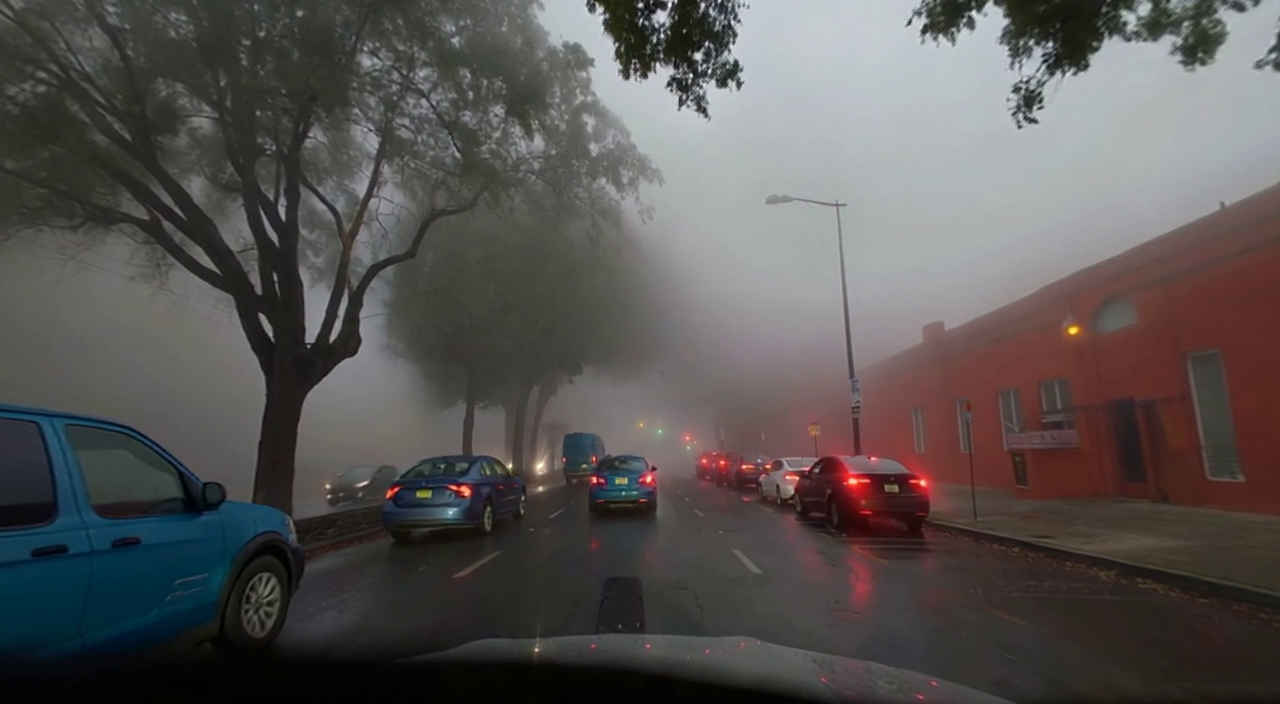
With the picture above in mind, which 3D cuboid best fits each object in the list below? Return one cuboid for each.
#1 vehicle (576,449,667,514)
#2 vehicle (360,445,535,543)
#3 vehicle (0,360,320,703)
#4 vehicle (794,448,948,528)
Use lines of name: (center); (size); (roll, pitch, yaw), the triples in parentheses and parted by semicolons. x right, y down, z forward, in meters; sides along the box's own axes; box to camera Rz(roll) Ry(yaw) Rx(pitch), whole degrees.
vehicle: (-0.427, 3.416, 17.123); (2.152, 1.518, 4.113); (0, -9, 0)
vehicle: (-3.511, 2.652, 12.513); (1.995, 1.554, 4.426); (0, -9, 1)
vehicle: (-3.723, 0.939, 2.718); (2.140, 1.768, 4.685); (0, -9, 1)
vehicle: (4.909, 2.914, 14.081); (1.832, 1.491, 4.054); (0, -9, -1)
